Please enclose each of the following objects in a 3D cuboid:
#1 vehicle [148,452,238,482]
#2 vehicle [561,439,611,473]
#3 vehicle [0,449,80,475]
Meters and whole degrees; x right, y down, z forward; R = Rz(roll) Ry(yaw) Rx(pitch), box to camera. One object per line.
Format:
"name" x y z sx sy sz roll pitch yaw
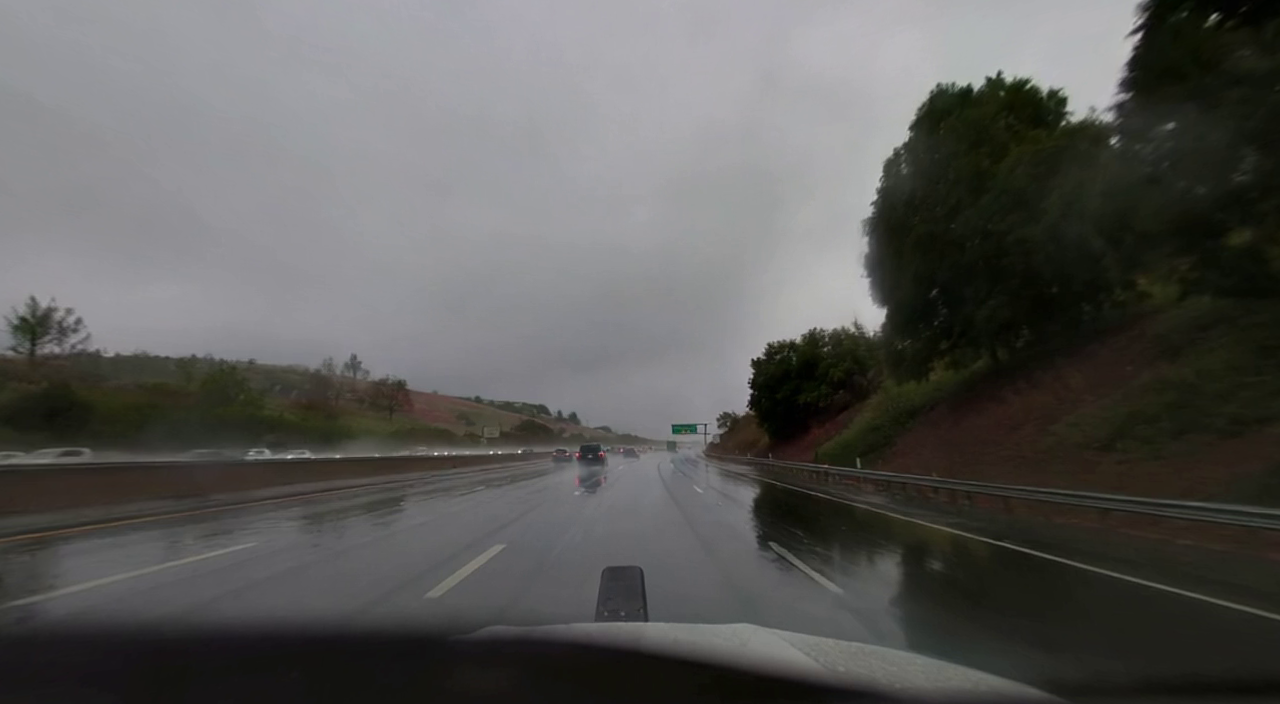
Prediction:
"vehicle" -27.165 6.961 38.340 2.016 1.671 4.537 0 -8 2
"vehicle" -3.150 6.226 37.964 2.413 1.896 5.218 0 -8 1
"vehicle" -46.948 8.418 48.206 2.232 1.818 6.001 0 -8 1
